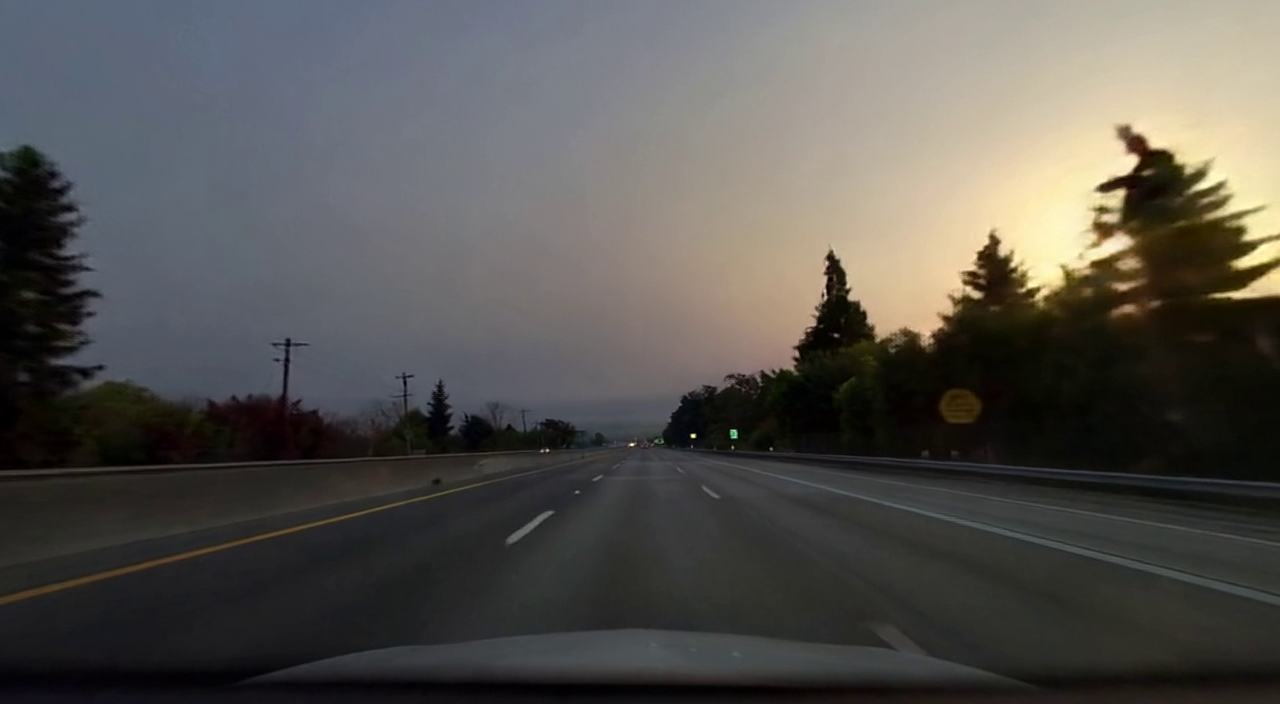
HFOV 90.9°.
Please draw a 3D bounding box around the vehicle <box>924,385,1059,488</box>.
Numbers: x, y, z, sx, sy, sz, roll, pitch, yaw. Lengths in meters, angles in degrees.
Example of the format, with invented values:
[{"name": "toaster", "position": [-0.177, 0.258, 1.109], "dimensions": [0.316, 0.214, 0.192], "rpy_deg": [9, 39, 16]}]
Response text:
[{"name": "vehicle", "position": [13.666, 3.347, 24.937], "dimensions": [3.229, 3.713, 3.639], "rpy_deg": [-1, -8, 5]}]
